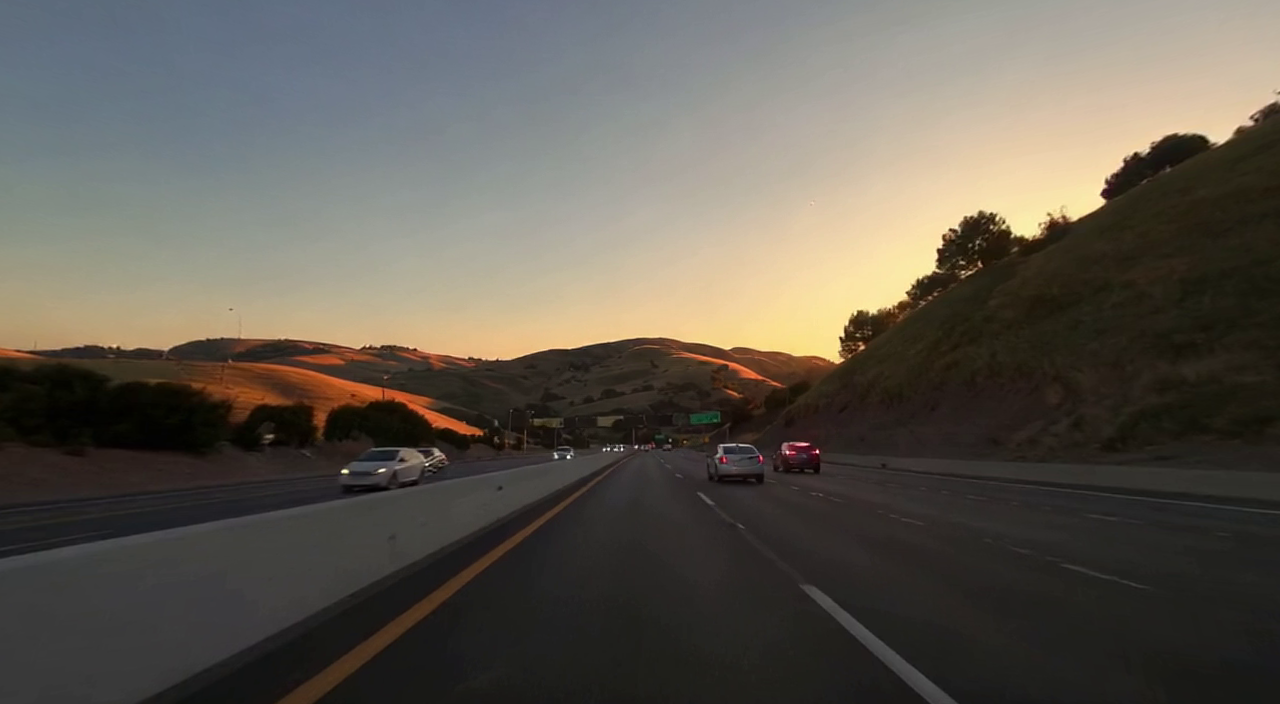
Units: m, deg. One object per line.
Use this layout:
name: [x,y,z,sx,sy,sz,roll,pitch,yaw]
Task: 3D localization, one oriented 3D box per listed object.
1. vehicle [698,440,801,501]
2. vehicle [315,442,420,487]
vehicle: [2.869,3.201,17.514,2.044,1.444,4.216,0,-8,-1]
vehicle: [-12.566,5.183,29.611,2.338,1.817,5.761,-2,-8,1]
